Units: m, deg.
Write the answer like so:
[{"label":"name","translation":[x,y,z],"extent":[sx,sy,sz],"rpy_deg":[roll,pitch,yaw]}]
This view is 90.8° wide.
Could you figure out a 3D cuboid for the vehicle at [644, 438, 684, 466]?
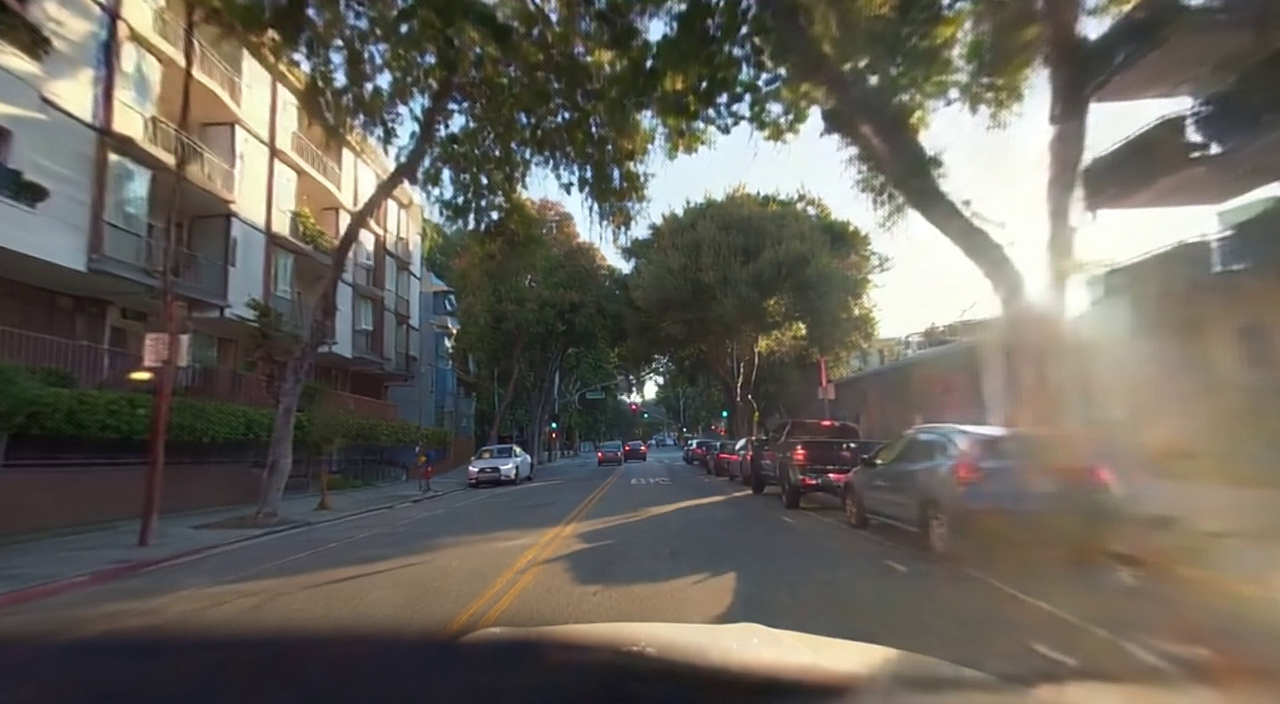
[{"label":"vehicle","translation":[1.537,6.174,39.188],"extent":[2.111,1.619,4.077],"rpy_deg":[-1,-9,8]}]

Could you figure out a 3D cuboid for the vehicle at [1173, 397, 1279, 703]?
[{"label":"vehicle","translation":[3.747,0.646,0.718],"extent":[2.066,1.494,4.843],"rpy_deg":[0,-8,0]}]

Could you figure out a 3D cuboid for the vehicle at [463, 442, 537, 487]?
[{"label":"vehicle","translation":[-5.931,4.830,27.407],"extent":[2.013,1.772,4.439],"rpy_deg":[-1,-9,2]}]

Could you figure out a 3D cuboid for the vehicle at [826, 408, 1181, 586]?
[{"label":"vehicle","translation":[3.941,1.631,7.899],"extent":[1.871,1.603,4.161],"rpy_deg":[0,-9,-1]}]

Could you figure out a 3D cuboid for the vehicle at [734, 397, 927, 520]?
[{"label":"vehicle","translation":[3.615,2.213,13.518],"extent":[2.356,2.043,5.791],"rpy_deg":[0,-8,0]}]

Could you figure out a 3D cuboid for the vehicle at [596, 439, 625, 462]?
[{"label":"vehicle","translation":[-2.287,7.744,49.971],"extent":[1.979,1.723,3.849],"rpy_deg":[-1,-8,2]}]
